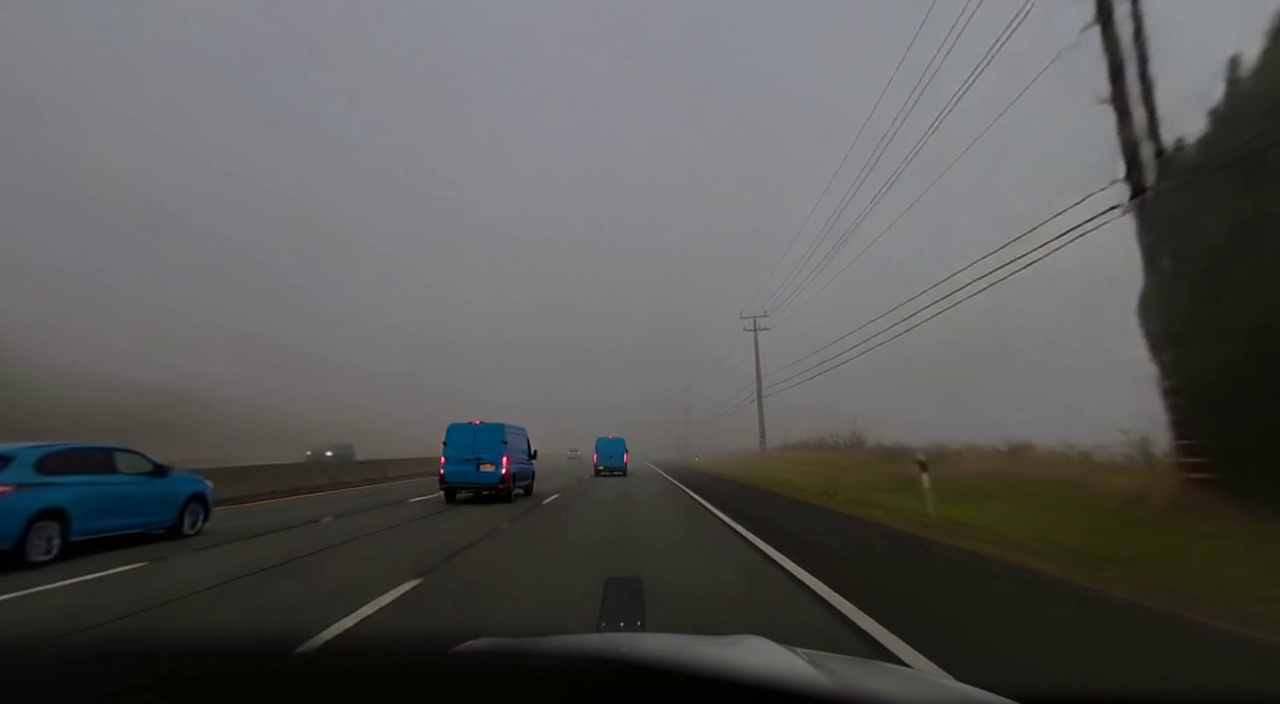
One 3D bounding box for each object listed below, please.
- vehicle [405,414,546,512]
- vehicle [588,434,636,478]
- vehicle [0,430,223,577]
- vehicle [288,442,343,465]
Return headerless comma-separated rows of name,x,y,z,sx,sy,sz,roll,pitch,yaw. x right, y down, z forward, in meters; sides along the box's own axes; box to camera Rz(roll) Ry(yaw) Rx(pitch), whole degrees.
vehicle,-3.778,2.695,15.622,2.145,2.010,4.980,0,-9,0
vehicle,-1.318,5.228,31.961,2.197,2.011,5.130,0,-9,0
vehicle,-7.769,1.782,7.777,1.975,1.540,4.759,0,-9,0
vehicle,-23.703,7.428,46.221,1.975,1.596,3.990,0,-9,-1
